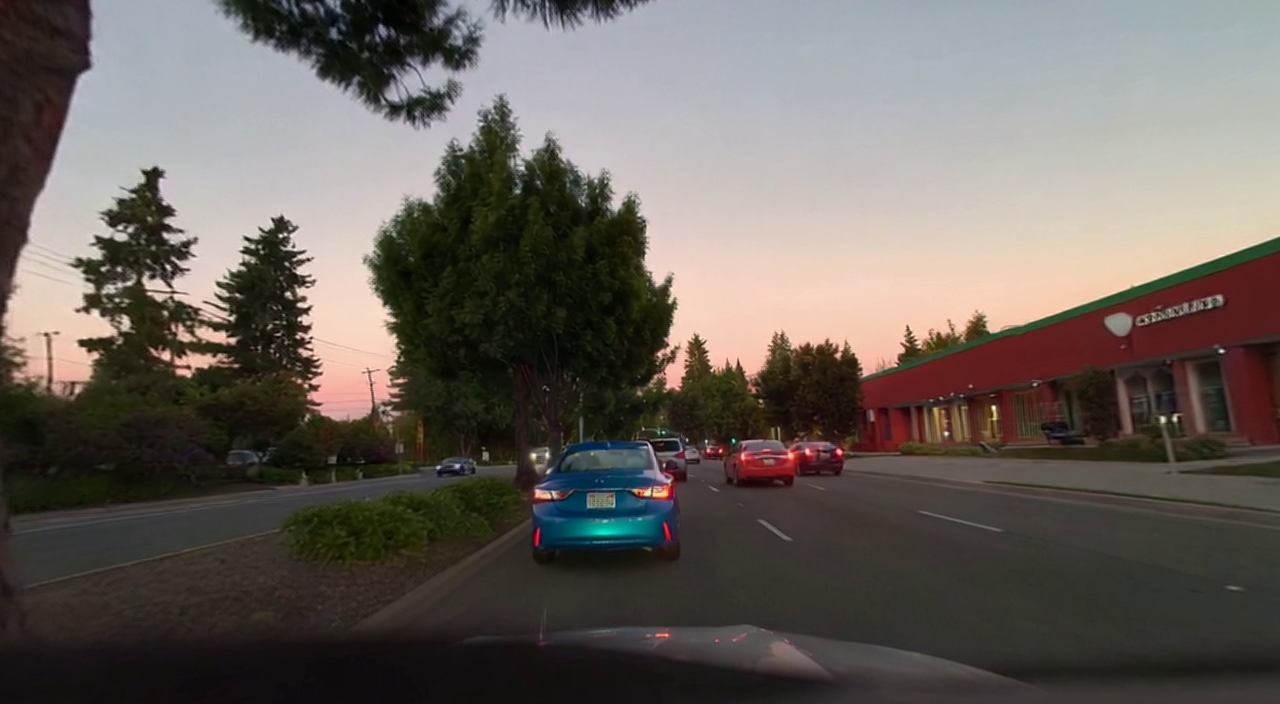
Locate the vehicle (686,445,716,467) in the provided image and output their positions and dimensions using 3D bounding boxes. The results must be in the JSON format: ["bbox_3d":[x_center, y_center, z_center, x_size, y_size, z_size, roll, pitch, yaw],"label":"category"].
[{"bbox_3d":[4.733,8.134,49.220,1.946,1.648,4.230,0,-9,0],"label":"vehicle"}]

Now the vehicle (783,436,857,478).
[{"bbox_3d":[7.978,4.709,28.345,2.064,1.747,4.372,0,-9,1],"label":"vehicle"}]

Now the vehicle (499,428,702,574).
[{"bbox_3d":[-0.394,1.861,8.617,2.111,1.506,4.018,0,-9,1],"label":"vehicle"}]

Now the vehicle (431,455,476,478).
[{"bbox_3d":[-13.647,8.407,46.280,1.900,1.508,4.459,0,-9,0],"label":"vehicle"}]

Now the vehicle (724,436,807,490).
[{"bbox_3d":[4.143,3.726,21.494,1.971,1.637,4.317,0,-9,1],"label":"vehicle"}]
